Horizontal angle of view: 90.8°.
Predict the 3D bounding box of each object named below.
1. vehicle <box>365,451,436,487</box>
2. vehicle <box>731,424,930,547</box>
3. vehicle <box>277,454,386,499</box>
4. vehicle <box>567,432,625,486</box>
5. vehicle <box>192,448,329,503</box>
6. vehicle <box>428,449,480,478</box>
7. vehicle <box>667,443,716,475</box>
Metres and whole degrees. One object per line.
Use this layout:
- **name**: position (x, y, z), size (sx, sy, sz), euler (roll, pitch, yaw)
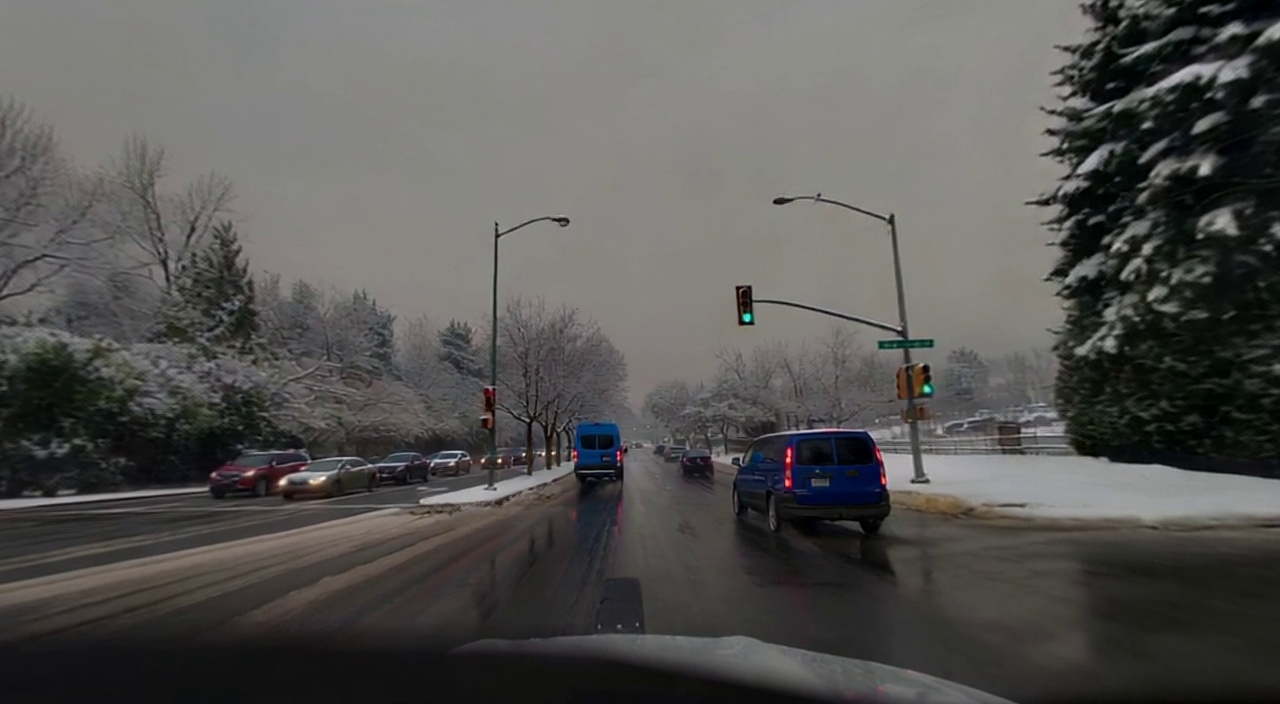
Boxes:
- **vehicle**: position (-11.781, 5.746, 31.408), size (1.956, 1.625, 4.123), euler (0, -9, 0)
- **vehicle**: position (2.932, 2.156, 10.836), size (1.965, 1.671, 4.146), euler (0, -9, -2)
- **vehicle**: position (-11.763, 4.756, 24.481), size (2.128, 1.496, 4.432), euler (0, -9, -2)
- **vehicle**: position (-1.746, 4.476, 26.699), size (2.228, 2.054, 4.309), euler (0, -9, -1)
- **vehicle**: position (-15.561, 5.052, 26.450), size (2.299, 2.015, 5.743), euler (0, -9, -2)
- **vehicle**: position (-11.591, 6.969, 39.640), size (1.988, 1.689, 4.047), euler (0, -9, 0)
- **vehicle**: position (2.799, 5.957, 35.468), size (2.248, 1.692, 4.252), euler (0, -8, -2)
